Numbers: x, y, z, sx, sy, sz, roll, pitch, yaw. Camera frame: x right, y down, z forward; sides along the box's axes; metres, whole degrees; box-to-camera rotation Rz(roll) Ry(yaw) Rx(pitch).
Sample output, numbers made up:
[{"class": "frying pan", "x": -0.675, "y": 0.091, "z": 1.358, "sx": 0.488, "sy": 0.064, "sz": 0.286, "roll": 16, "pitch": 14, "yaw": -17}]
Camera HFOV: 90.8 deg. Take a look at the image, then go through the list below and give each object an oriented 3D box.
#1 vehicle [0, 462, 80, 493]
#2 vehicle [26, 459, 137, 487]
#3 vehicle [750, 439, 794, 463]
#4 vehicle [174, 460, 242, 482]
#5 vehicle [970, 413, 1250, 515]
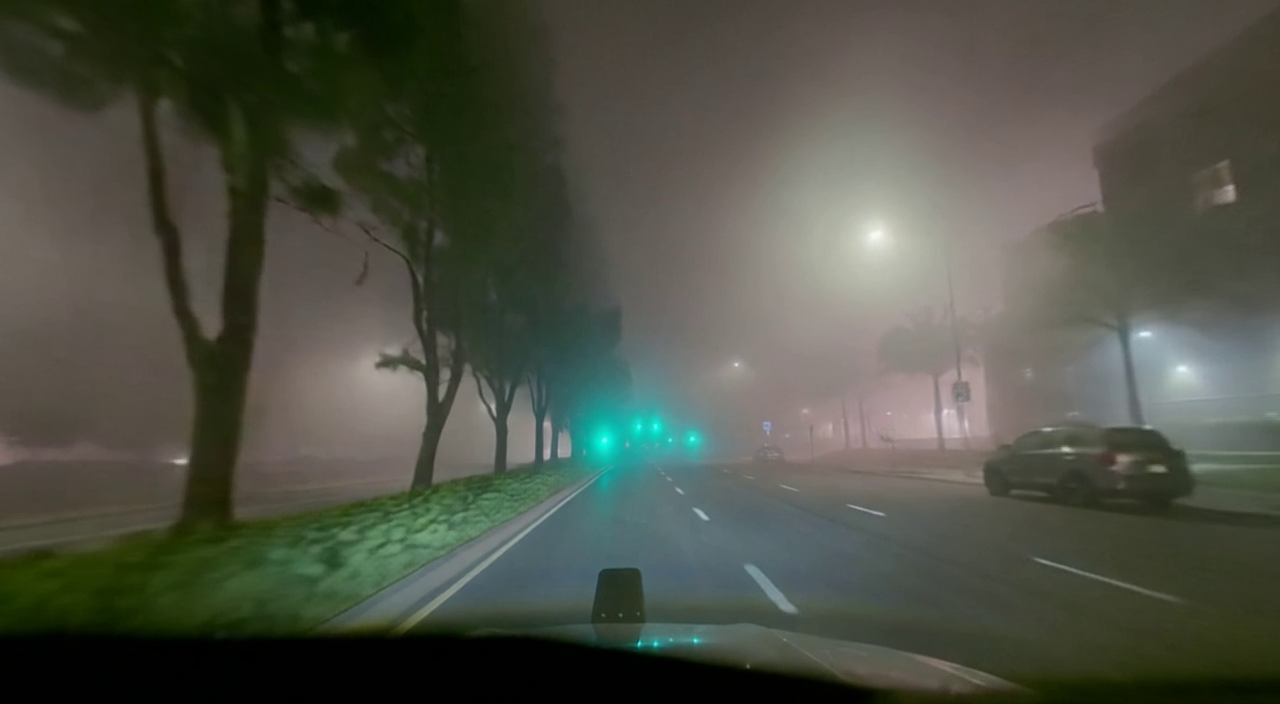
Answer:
[{"class": "vehicle", "x": -31.261, "y": 6.366, "z": 32.107, "sx": 3.816, "sy": 1.450, "sz": 1.967, "roll": -1, "pitch": -8, "yaw": 4}, {"class": "vehicle", "x": -30.804, "y": 6.661, "z": 34.921, "sx": 4.289, "sy": 1.480, "sz": 1.890, "roll": 0, "pitch": -8, "yaw": 1}, {"class": "vehicle", "x": 9.939, "y": 7.516, "z": 47.933, "sx": 2.051, "sy": 1.726, "sz": 4.898, "roll": 0, "pitch": -9, "yaw": -3}, {"class": "vehicle", "x": -30.973, "y": 8.543, "z": 45.321, "sx": 3.652, "sy": 1.488, "sz": 1.678, "roll": -1, "pitch": -8, "yaw": 3}, {"class": "vehicle", "x": 9.975, "y": 2.431, "z": 14.150, "sx": 2.272, "sy": 1.843, "sz": 4.913, "roll": 0, "pitch": -9, "yaw": -3}]
